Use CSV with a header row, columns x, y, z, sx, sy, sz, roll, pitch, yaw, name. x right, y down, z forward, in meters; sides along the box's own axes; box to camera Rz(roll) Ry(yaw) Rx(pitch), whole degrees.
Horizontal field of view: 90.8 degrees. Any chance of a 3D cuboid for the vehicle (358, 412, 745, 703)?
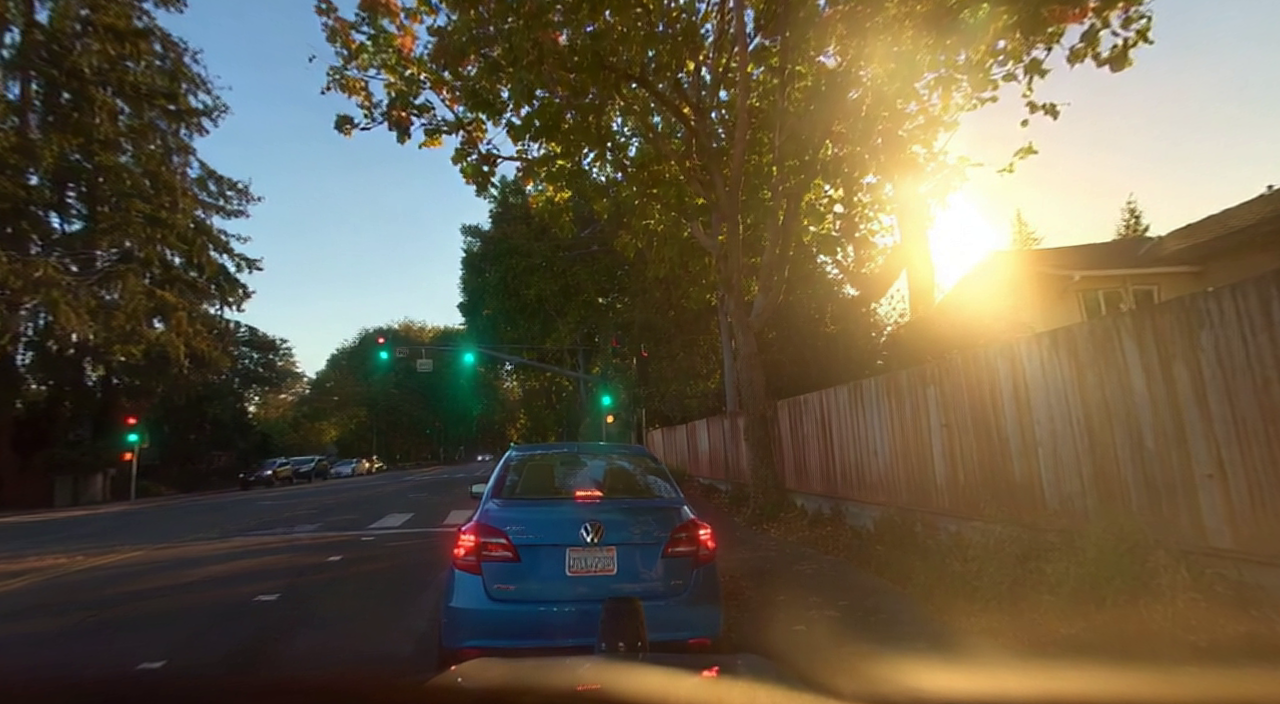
x,y,z,sx,sy,sz,roll,pitch,yaw,name
-0.721,1.358,5.247,2.024,1.502,3.702,1,-9,-9,vehicle
